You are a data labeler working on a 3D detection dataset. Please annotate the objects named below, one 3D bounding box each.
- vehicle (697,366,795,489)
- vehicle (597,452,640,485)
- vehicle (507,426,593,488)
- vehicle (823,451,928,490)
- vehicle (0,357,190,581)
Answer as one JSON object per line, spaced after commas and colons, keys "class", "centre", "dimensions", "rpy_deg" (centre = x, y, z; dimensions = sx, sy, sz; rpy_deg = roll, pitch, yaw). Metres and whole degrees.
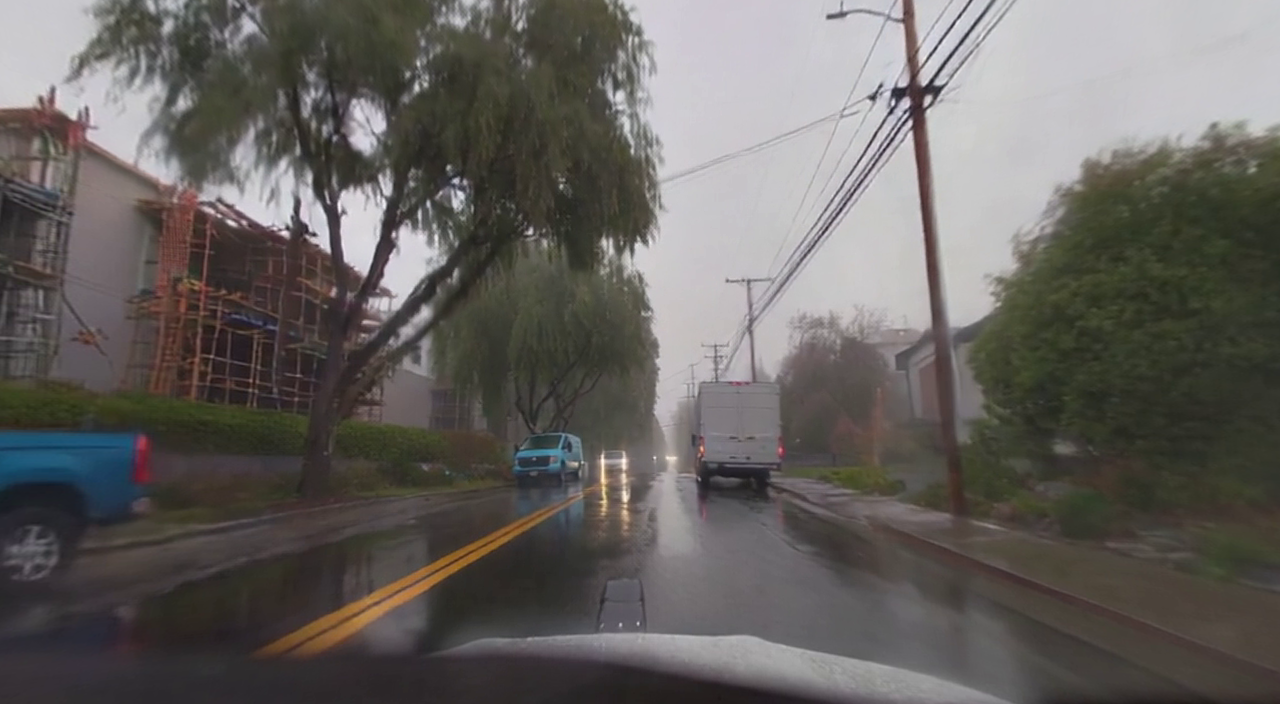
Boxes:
{"class": "vehicle", "centre": [3.724, 3.228, 24.603], "dimensions": [2.915, 3.793, 9.963], "rpy_deg": [0, -11, 5]}
{"class": "vehicle", "centre": [-1.317, 7.501, 40.986], "dimensions": [2.257, 1.916, 5.089], "rpy_deg": [-1, -8, 5]}
{"class": "vehicle", "centre": [-3.342, 3.949, 24.397], "dimensions": [2.171, 1.910, 4.789], "rpy_deg": [-2, -4, 5]}
{"class": "vehicle", "centre": [13.290, 6.712, 35.868], "dimensions": [5.321, 1.857, 1.976], "rpy_deg": [-1, -3, 12]}
{"class": "vehicle", "centre": [-6.811, 0.877, 4.545], "dimensions": [2.238, 1.895, 5.648], "rpy_deg": [-2, -9, 11]}
